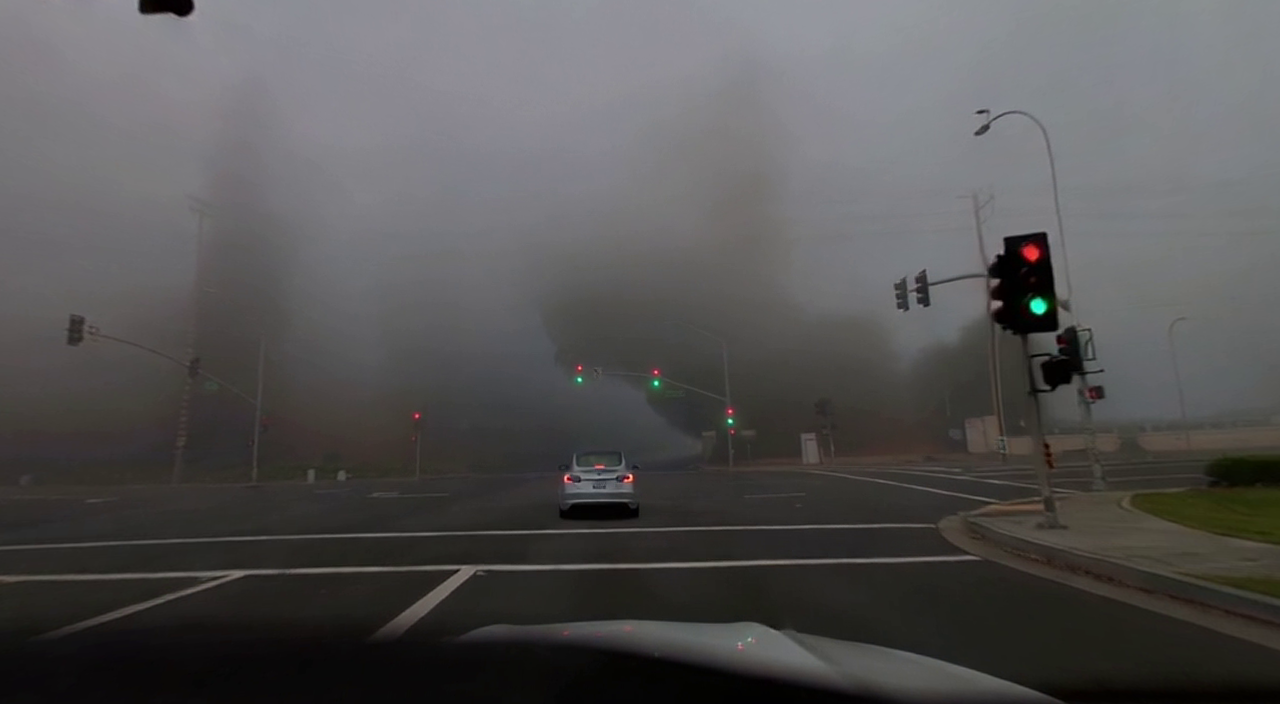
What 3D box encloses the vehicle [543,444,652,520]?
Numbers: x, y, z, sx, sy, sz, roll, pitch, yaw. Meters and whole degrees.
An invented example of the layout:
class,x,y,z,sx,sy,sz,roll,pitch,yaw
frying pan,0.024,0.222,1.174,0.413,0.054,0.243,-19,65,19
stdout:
class,x,y,z,sx,sy,sz,roll,pitch,yaw
vehicle,-0.887,2.917,14.724,2.152,1.478,4.229,0,-9,-1
